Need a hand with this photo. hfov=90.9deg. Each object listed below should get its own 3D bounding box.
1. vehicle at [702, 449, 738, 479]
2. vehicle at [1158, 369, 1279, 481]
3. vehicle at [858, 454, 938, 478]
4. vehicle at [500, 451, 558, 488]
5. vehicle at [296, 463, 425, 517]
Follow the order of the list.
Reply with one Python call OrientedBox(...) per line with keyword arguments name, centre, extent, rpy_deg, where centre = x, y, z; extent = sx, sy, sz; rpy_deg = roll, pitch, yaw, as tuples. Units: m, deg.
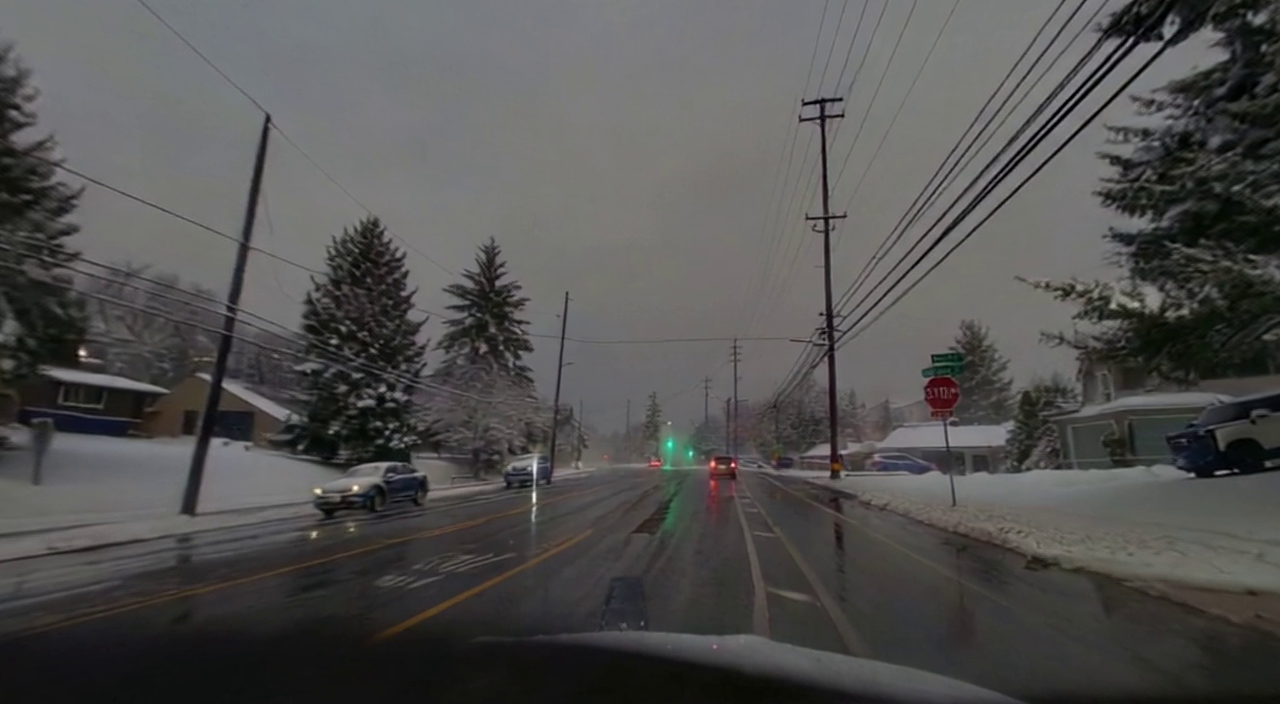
OrientedBox(name="vehicle", centre=(5.556, 7.743, 43.756), extent=(2.284, 1.741, 4.702), rpy_deg=(2, -7, 8))
OrientedBox(name="vehicle", centre=(15.527, 1.723, 15.046), extent=(1.926, 2.031, 5.177), rpy_deg=(1, -18, 3))
OrientedBox(name="vehicle", centre=(17.648, 7.804, 43.237), extent=(4.648, 1.511, 1.919), rpy_deg=(0, -8, 5))
OrientedBox(name="vehicle", centre=(-6.647, 7.100, 38.450), extent=(1.998, 2.047, 5.167), rpy_deg=(-1, -8, 7))
OrientedBox(name="vehicle", centre=(-9.257, 4.579, 21.376), extent=(1.965, 1.455, 4.472), rpy_deg=(0, -8, 5))
